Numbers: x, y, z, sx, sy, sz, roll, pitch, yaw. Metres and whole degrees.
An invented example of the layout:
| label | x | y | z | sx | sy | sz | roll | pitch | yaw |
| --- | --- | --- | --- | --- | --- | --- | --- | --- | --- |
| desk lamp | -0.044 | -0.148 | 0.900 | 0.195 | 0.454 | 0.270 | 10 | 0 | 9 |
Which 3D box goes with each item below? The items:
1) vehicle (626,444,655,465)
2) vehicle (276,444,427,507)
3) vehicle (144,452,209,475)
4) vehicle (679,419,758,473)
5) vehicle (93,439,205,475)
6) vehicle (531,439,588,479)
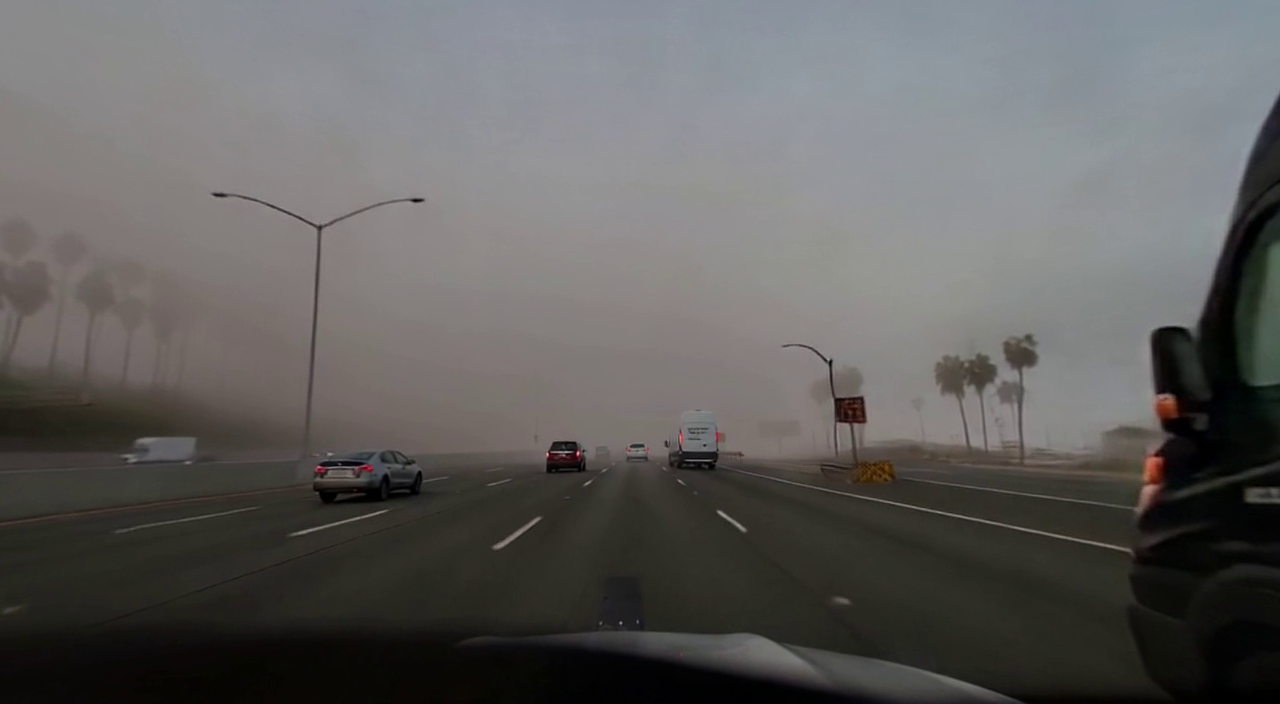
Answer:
| label | x | y | z | sx | sy | sz | roll | pitch | yaw |
| --- | --- | --- | --- | --- | --- | --- | --- | --- | --- |
| vehicle | 0.042 | 7.794 | 48.005 | 2.085 | 1.507 | 4.096 | 0 | -9 | 0 |
| vehicle | -7.647 | 3.306 | 17.269 | 2.050 | 1.487 | 4.372 | 0 | -9 | 0 |
| vehicle | -31.753 | 7.632 | 43.261 | 1.649 | 1.463 | 3.657 | 0 | -9 | 1 |
| vehicle | 4.227 | 5.731 | 38.033 | 2.891 | 2.596 | 15.534 | 0 | -9 | 0 |
| vehicle | -36.025 | 7.752 | 46.603 | 2.301 | 2.392 | 7.242 | 0 | -9 | 1 |
| vehicle | -3.577 | 4.837 | 28.635 | 2.017 | 1.683 | 4.094 | 0 | -9 | 0 |
